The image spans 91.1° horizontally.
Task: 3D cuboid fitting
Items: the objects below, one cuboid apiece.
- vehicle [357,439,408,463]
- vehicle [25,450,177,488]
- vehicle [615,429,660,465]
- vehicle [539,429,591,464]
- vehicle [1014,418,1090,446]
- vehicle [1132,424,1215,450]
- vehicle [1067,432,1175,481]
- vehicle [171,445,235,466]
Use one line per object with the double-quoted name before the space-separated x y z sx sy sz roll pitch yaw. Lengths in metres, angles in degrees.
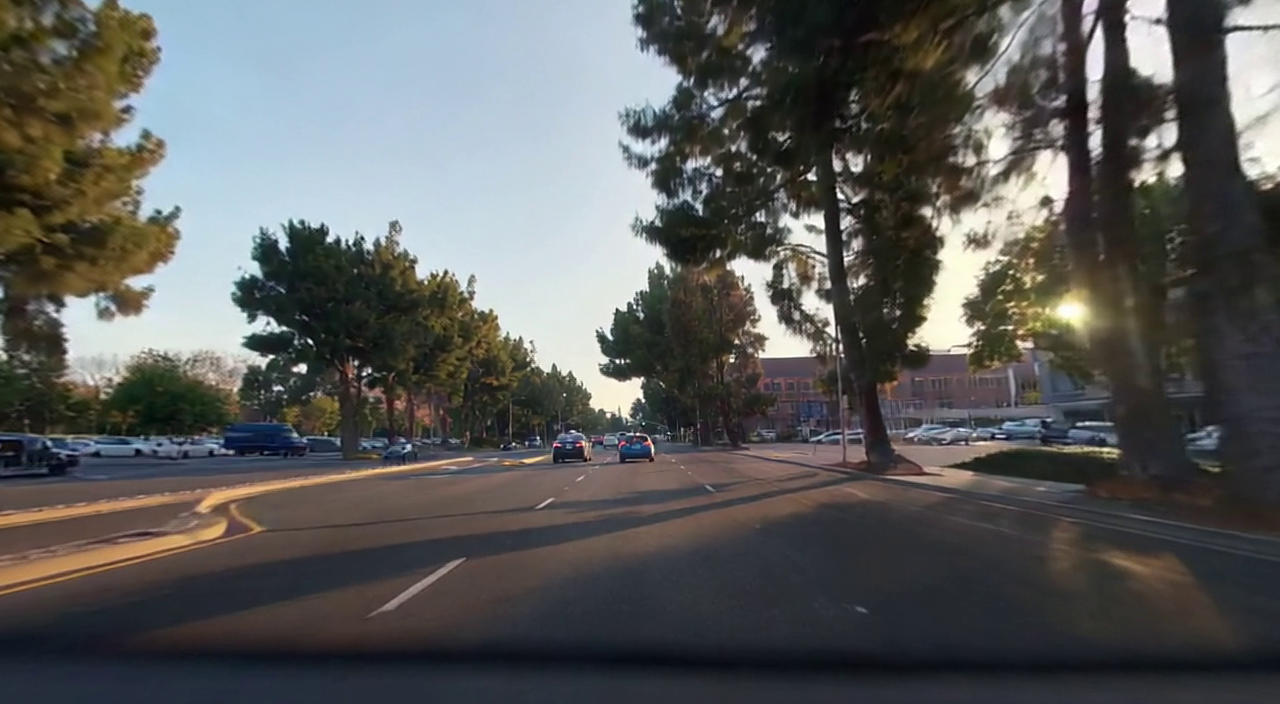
"vehicle" -19.452 7.502 47.616 1.946 1.725 4.508 0 -8 -1
"vehicle" -23.023 4.950 26.972 2.026 1.425 4.595 -7 -11 41
"vehicle" -0.107 4.670 30.890 2.042 1.641 4.187 0 -8 0
"vehicle" -3.792 4.881 32.560 2.113 1.713 4.422 0 -8 1
"vehicle" 31.515 6.130 48.084 4.175 2.084 2.155 0 -9 1
"vehicle" 35.018 5.597 41.352 1.903 1.630 3.895 0 -8 -1
"vehicle" 14.826 3.164 19.285 3.703 1.353 1.993 8 -11 -43
"vehicle" -34.100 8.082 49.015 3.654 1.375 1.779 -1 -6 0
